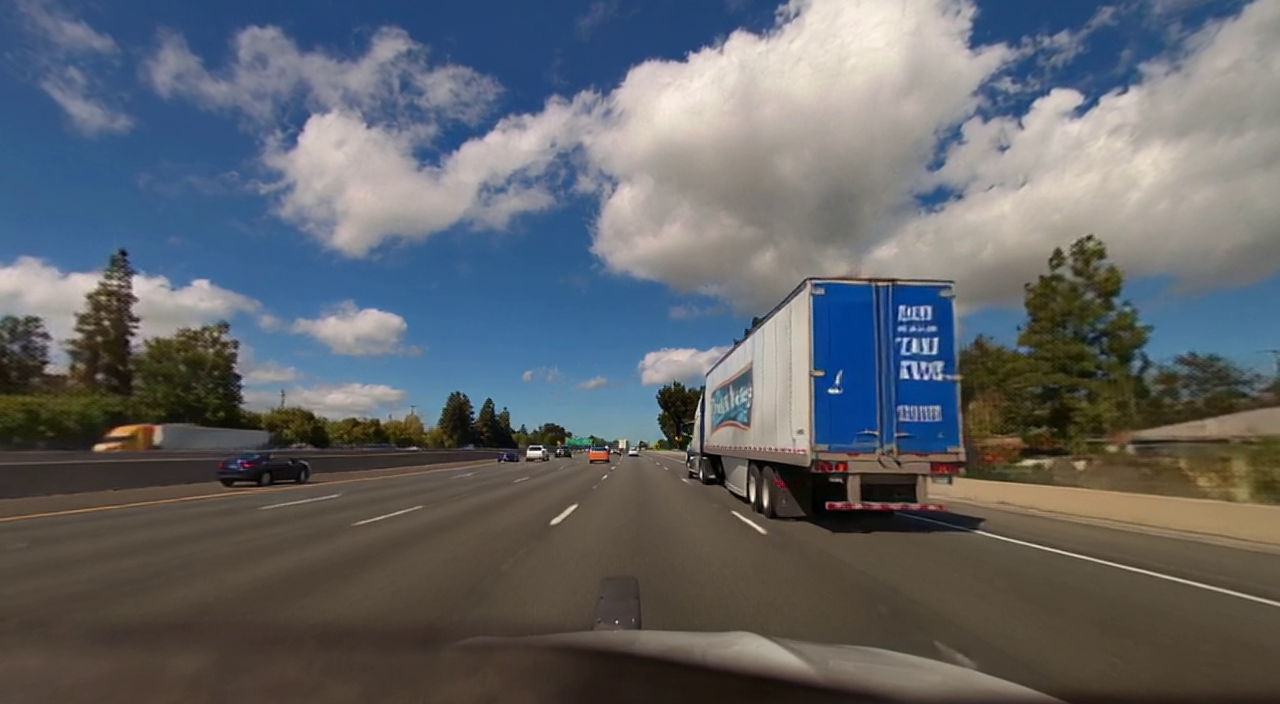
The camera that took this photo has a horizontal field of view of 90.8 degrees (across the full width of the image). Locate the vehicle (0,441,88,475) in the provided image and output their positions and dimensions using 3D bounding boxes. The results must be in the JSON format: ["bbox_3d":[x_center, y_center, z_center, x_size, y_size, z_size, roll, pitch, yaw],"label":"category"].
[{"bbox_3d":[-39.611,6.800,40.674,2.298,2.001,6.372,0,-9,0],"label":"vehicle"}]

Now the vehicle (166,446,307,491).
[{"bbox_3d":[-14.430,4.160,23.003,1.982,1.471,4.747,0,-9,0],"label":"vehicle"}]

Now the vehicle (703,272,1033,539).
[{"bbox_3d":[4.196,1.911,17.423,3.140,4.100,15.551,0,-9,-1],"label":"vehicle"}]
